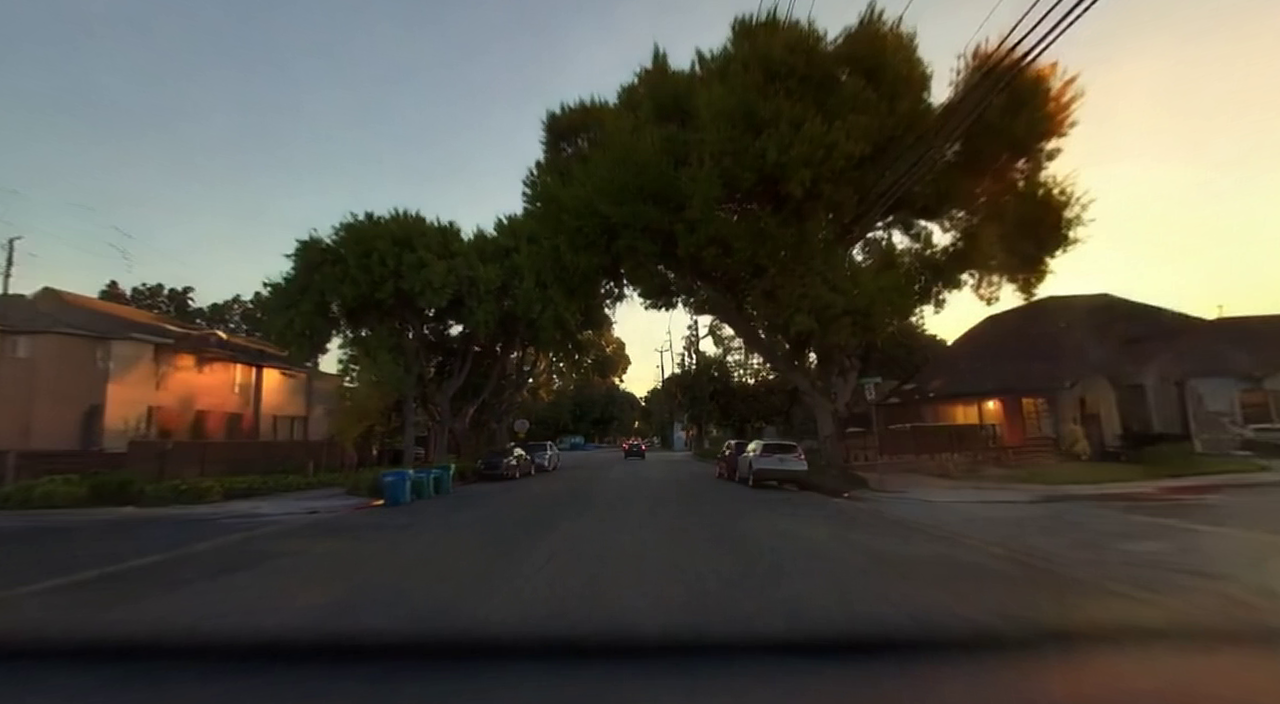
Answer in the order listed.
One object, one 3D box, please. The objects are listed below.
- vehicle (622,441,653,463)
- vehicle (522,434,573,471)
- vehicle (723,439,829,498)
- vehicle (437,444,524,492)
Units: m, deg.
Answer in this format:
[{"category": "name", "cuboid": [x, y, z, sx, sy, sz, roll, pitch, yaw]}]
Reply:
[{"category": "vehicle", "cuboid": [-0.230, 7.131, 45.166, 2.062, 1.509, 4.305, 0, -8, -1]}, {"category": "vehicle", "cuboid": [-6.011, 6.530, 41.627, 2.284, 2.119, 5.984, -3, -7, 1]}, {"category": "vehicle", "cuboid": [4.008, 3.513, 19.646, 2.144, 1.572, 5.026, 0, -8, 0]}, {"category": "vehicle", "cuboid": [-6.136, 4.486, 25.050, 2.094, 1.433, 5.740, -4, -7, -2]}]
